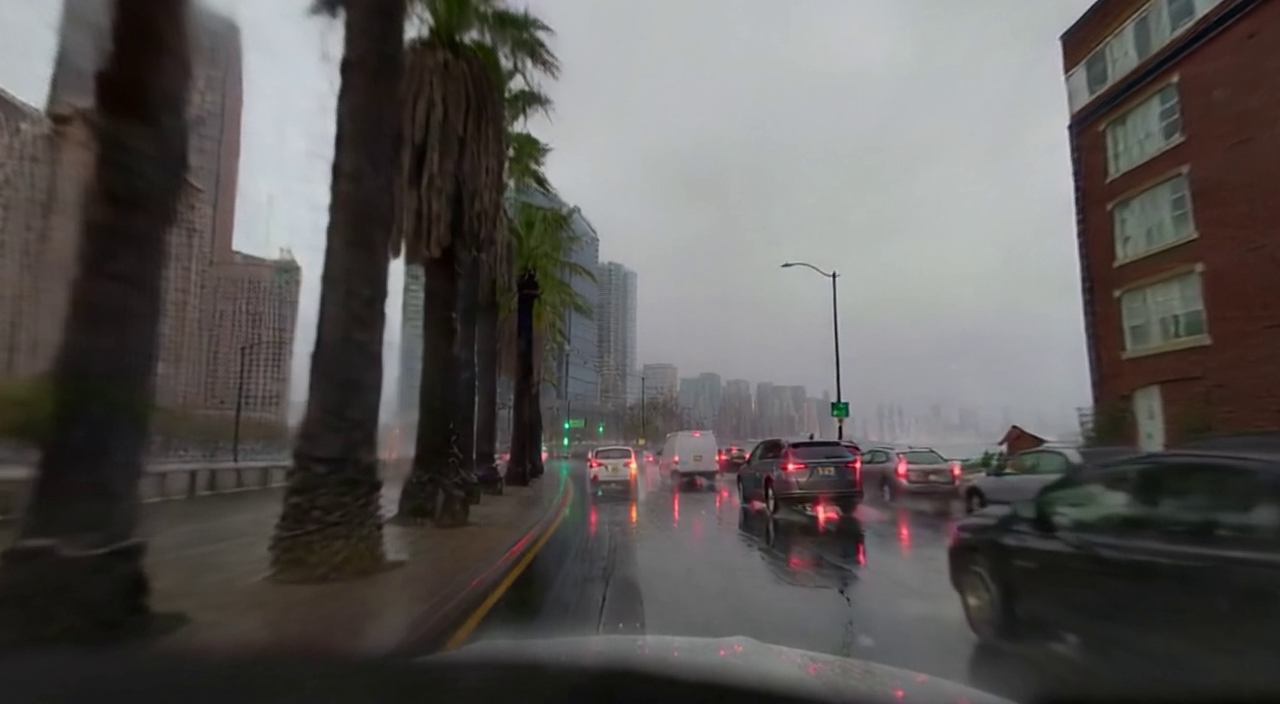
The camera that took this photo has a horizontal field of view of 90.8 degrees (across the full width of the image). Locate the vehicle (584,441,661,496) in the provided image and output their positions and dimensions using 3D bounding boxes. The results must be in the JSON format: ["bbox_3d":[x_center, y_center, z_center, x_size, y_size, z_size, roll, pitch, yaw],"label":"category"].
[{"bbox_3d":[-0.734,3.877,21.516,2.332,1.625,4.933,0,-9,-5],"label":"vehicle"}]

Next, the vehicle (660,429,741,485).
[{"bbox_3d":[2.476,4.535,27.630,2.434,2.171,5.098,1,-9,-7],"label":"vehicle"}]

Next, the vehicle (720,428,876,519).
[{"bbox_3d":[3.280,2.628,14.163,2.151,1.695,4.258,0,-9,-3],"label":"vehicle"}]

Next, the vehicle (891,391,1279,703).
[{"bbox_3d":[3.318,1.014,2.948,2.238,1.522,4.627,0,-9,-2],"label":"vehicle"}]
